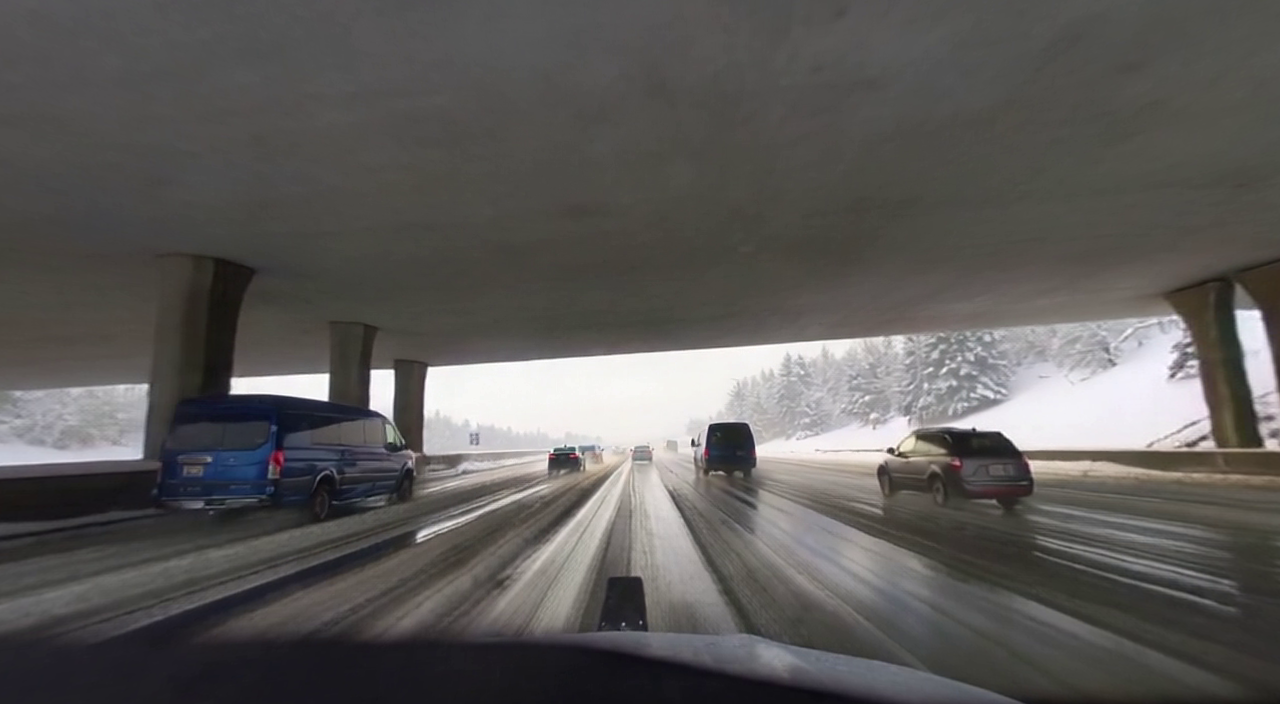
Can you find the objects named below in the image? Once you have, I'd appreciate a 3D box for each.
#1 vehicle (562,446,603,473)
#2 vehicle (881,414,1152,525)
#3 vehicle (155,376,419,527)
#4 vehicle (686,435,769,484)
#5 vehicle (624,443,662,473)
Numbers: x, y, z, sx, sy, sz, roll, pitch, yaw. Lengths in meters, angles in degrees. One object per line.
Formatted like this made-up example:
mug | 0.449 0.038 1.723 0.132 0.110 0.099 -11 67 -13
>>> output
vehicle | -3.341 6.340 37.415 1.970 1.483 4.071 0 -9 1
vehicle | 7.468 2.416 13.569 2.304 1.840 5.706 0 -9 0
vehicle | -7.544 2.275 14.720 2.336 2.708 6.421 0 -9 1
vehicle | 3.645 4.641 27.556 2.777 1.895 5.710 0 -9 0
vehicle | 0.165 6.166 36.837 2.115 1.617 4.102 0 -9 0
